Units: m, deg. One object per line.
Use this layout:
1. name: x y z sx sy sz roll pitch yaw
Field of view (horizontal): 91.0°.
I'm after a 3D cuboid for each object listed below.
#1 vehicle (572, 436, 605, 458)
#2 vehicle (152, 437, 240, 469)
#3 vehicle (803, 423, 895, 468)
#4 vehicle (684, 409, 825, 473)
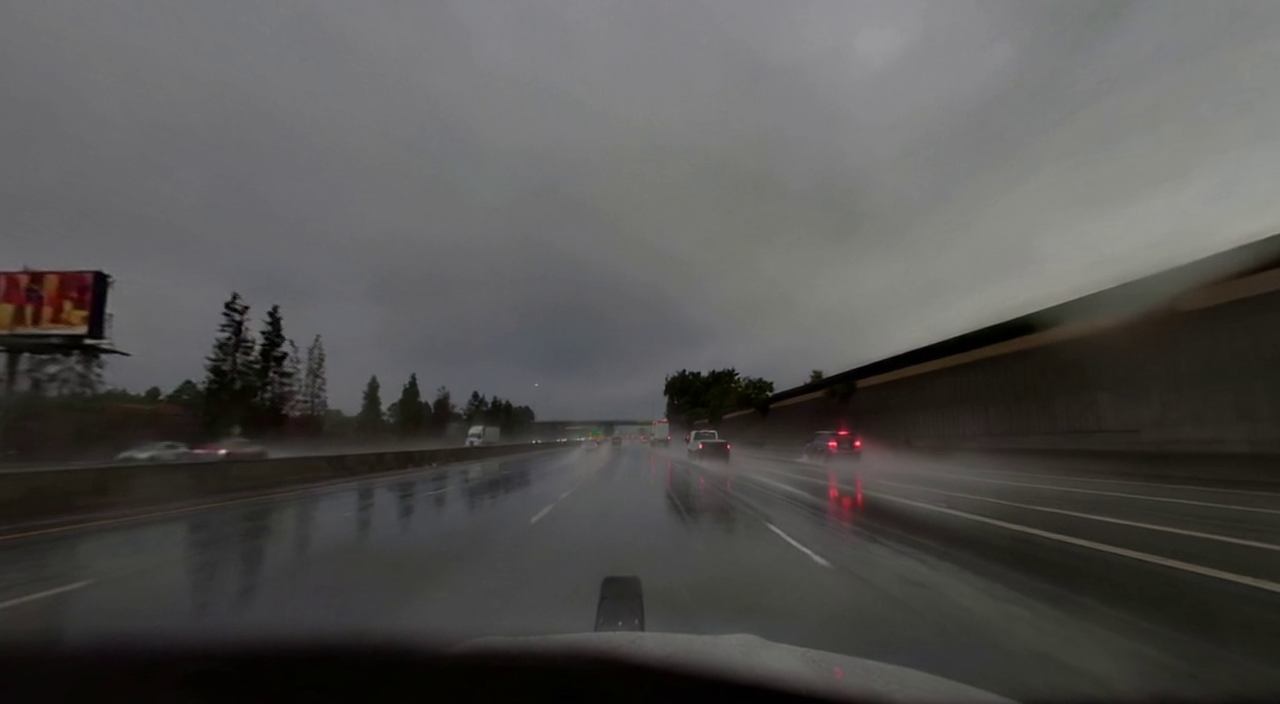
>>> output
1. vehicle: -3.748 7.008 46.497 2.066 1.500 4.415 0 -8 0
2. vehicle: -21.172 4.831 30.183 1.642 1.401 3.479 -1 -8 1
3. vehicle: 9.451 4.303 29.008 2.184 1.873 5.466 0 -8 -2
4. vehicle: 4.123 3.860 26.955 3.042 2.004 14.051 0 -8 -2
